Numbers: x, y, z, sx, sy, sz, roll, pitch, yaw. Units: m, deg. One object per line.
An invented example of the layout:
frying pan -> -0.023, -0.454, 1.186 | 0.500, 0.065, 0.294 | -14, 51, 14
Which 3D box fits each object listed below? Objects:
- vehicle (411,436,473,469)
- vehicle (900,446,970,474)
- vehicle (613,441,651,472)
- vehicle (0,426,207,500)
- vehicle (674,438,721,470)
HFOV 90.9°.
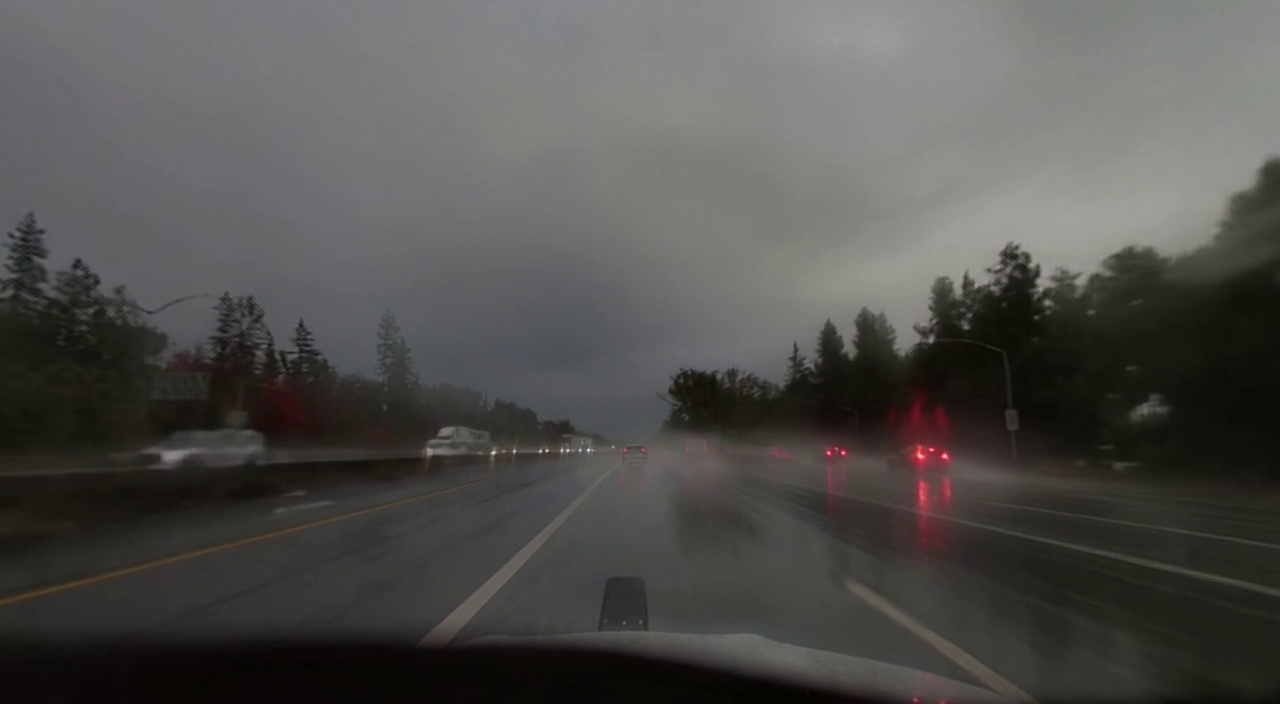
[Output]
vehicle -> -11.079, 5.656, 35.683 | 2.050, 1.712, 4.548 | 0, -8, 0
vehicle -> 16.357, 5.981, 35.187 | 1.872, 1.459, 4.502 | 0, -8, 2
vehicle -> -0.444, 6.092, 36.925 | 2.105, 1.711, 4.293 | 0, -8, 0
vehicle -> -14.534, 2.949, 17.156 | 2.122, 1.708, 4.690 | 0, -8, 0
vehicle -> 3.747, 6.807, 42.254 | 2.505, 2.020, 5.532 | 0, -9, -1
